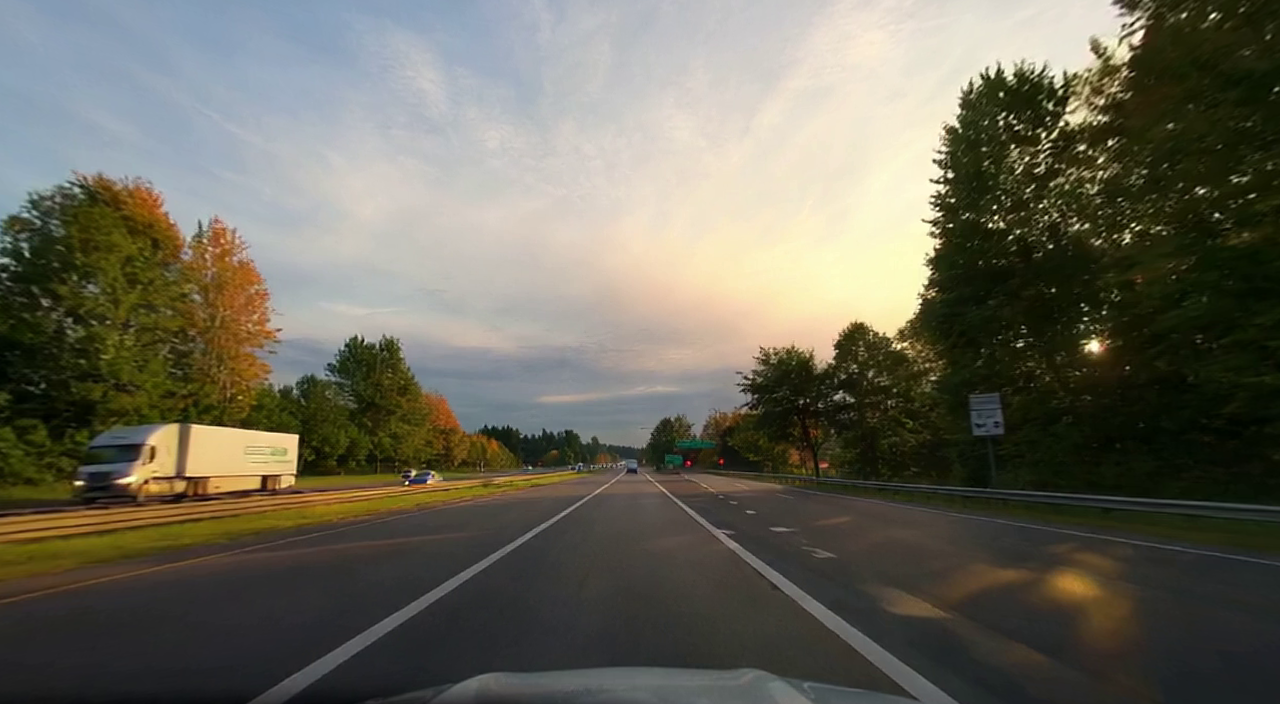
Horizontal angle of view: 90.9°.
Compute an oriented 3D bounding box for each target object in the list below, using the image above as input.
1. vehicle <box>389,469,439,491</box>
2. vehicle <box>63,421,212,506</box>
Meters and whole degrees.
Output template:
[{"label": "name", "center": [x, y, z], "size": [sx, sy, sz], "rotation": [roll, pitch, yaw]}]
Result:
[{"label": "vehicle", "center": [-16.311, 9.223, 45.634], "size": [1.874, 1.496, 4.616], "rotation": [1, -11, 0]}, {"label": "vehicle", "center": [-26.241, 5.906, 33.384], "size": [3.011, 4.011, 5.861], "rotation": [2, -11, -5]}]
